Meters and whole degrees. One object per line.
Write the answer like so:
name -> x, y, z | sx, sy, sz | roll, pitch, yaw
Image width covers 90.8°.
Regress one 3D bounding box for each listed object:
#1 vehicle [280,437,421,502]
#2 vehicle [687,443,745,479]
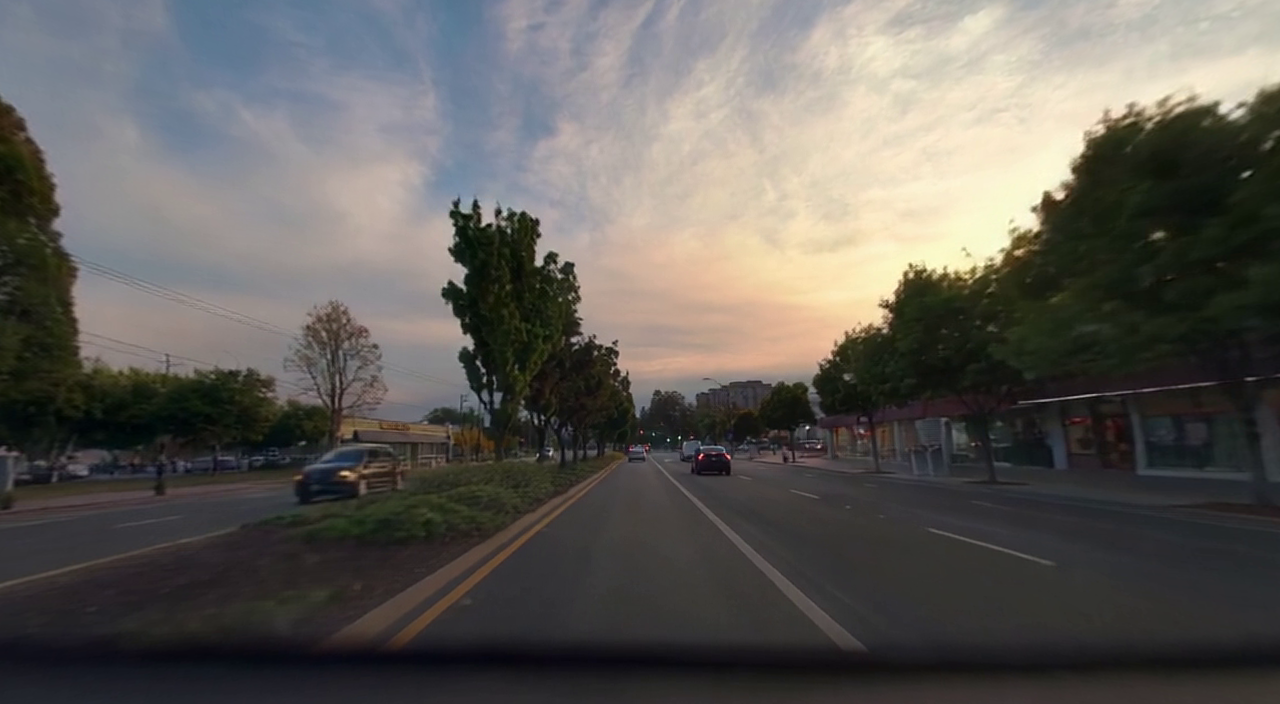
vehicle -> -8.623, 3.535, 19.412 | 2.157, 1.720, 4.563 | 0, -9, 0
vehicle -> 3.336, 4.921, 28.691 | 1.983, 1.482, 4.463 | 0, -9, -1
